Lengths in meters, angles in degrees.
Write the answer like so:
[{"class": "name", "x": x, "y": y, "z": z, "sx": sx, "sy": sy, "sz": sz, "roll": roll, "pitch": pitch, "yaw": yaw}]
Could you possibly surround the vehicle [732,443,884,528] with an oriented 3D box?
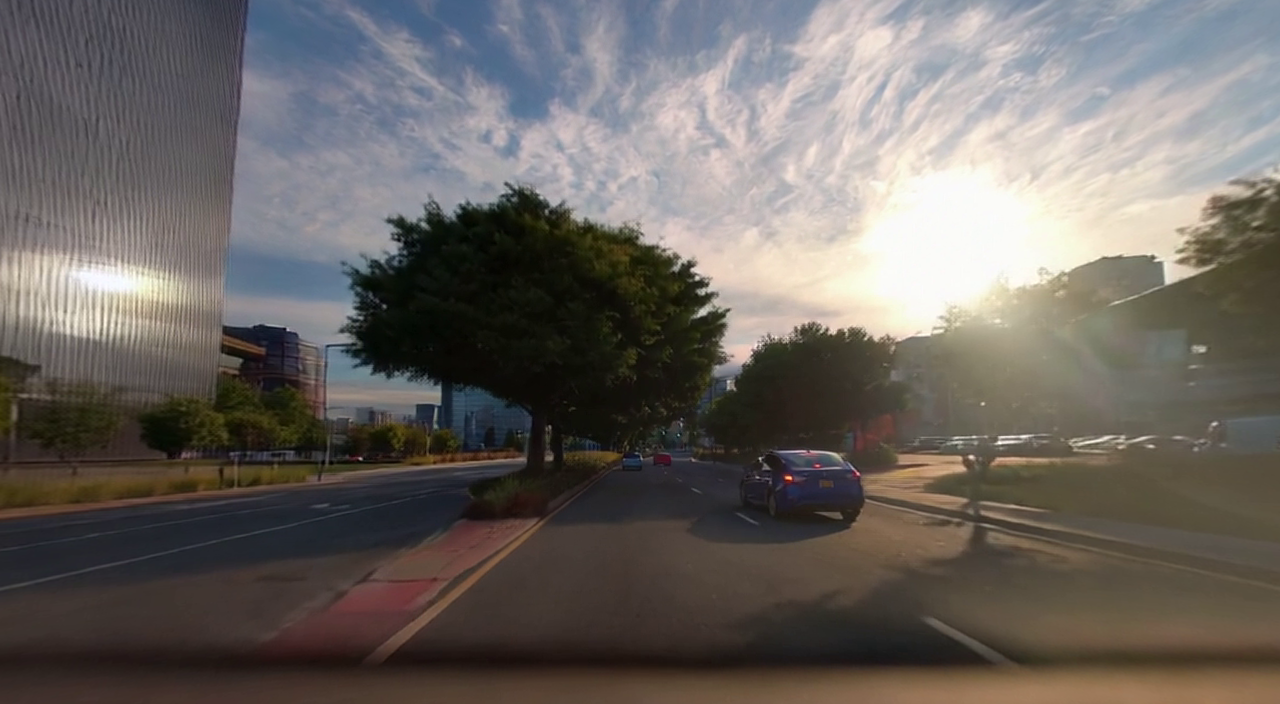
[{"class": "vehicle", "x": 3.328, "y": 2.734, "z": 13.425, "sx": 1.993, "sy": 1.501, "sz": 4.127, "roll": 0, "pitch": -9, "yaw": -2}]
